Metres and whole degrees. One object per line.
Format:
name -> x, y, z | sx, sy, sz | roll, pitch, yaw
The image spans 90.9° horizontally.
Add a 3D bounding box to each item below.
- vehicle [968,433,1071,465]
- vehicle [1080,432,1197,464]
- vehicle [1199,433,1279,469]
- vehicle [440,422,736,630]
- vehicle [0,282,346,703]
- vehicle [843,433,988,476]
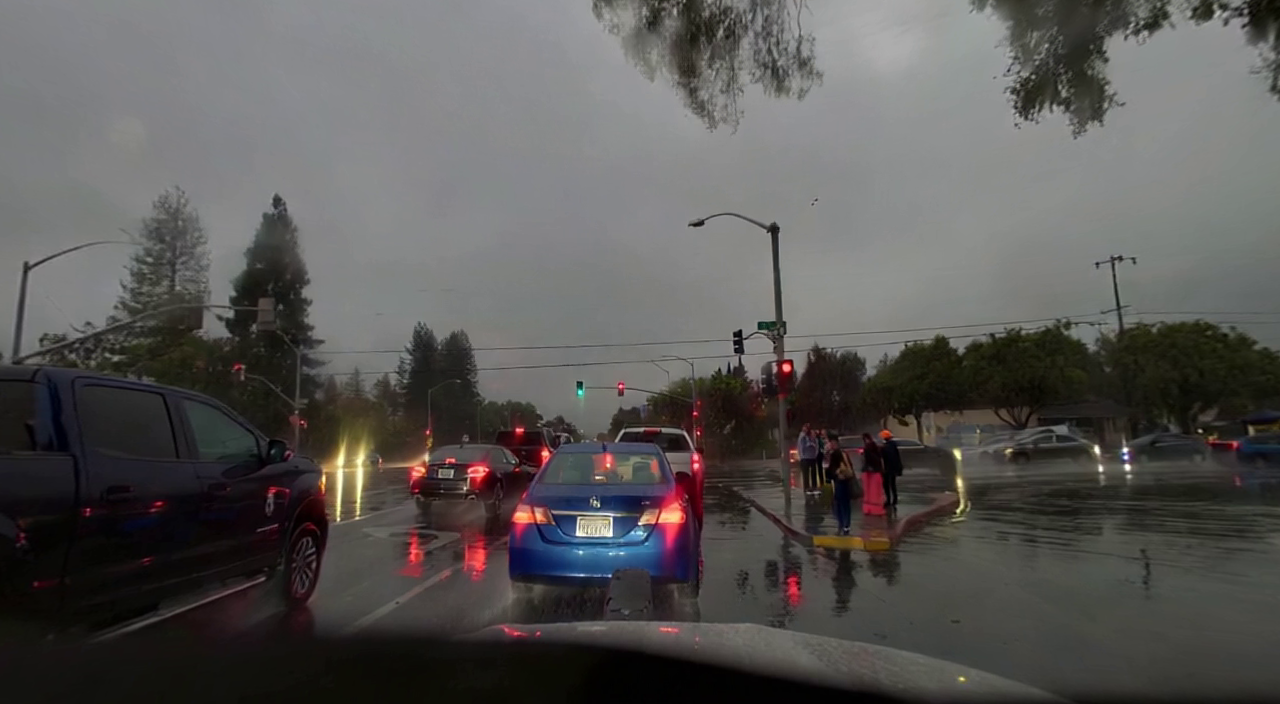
vehicle -> 21.974, 5.644, 36.656 | 4.529, 1.786, 2.110 | 0, -9, 2
vehicle -> 28.931, 5.570, 36.718 | 4.967, 1.794, 2.044 | 0, -9, 2
vehicle -> 26.845, 4.183, 26.657 | 4.516, 1.469, 1.866 | 0, -9, 1
vehicle -> -0.367, 1.600, 6.869 | 2.144, 1.497, 4.446 | 0, -9, 0
vehicle -> -3.690, 0.752, 2.850 | 2.202, 1.961, 4.980 | 0, -9, 1
vehicle -> 11.167, 4.216, 25.966 | 5.192, 1.620, 2.072 | -3, -9, 19
